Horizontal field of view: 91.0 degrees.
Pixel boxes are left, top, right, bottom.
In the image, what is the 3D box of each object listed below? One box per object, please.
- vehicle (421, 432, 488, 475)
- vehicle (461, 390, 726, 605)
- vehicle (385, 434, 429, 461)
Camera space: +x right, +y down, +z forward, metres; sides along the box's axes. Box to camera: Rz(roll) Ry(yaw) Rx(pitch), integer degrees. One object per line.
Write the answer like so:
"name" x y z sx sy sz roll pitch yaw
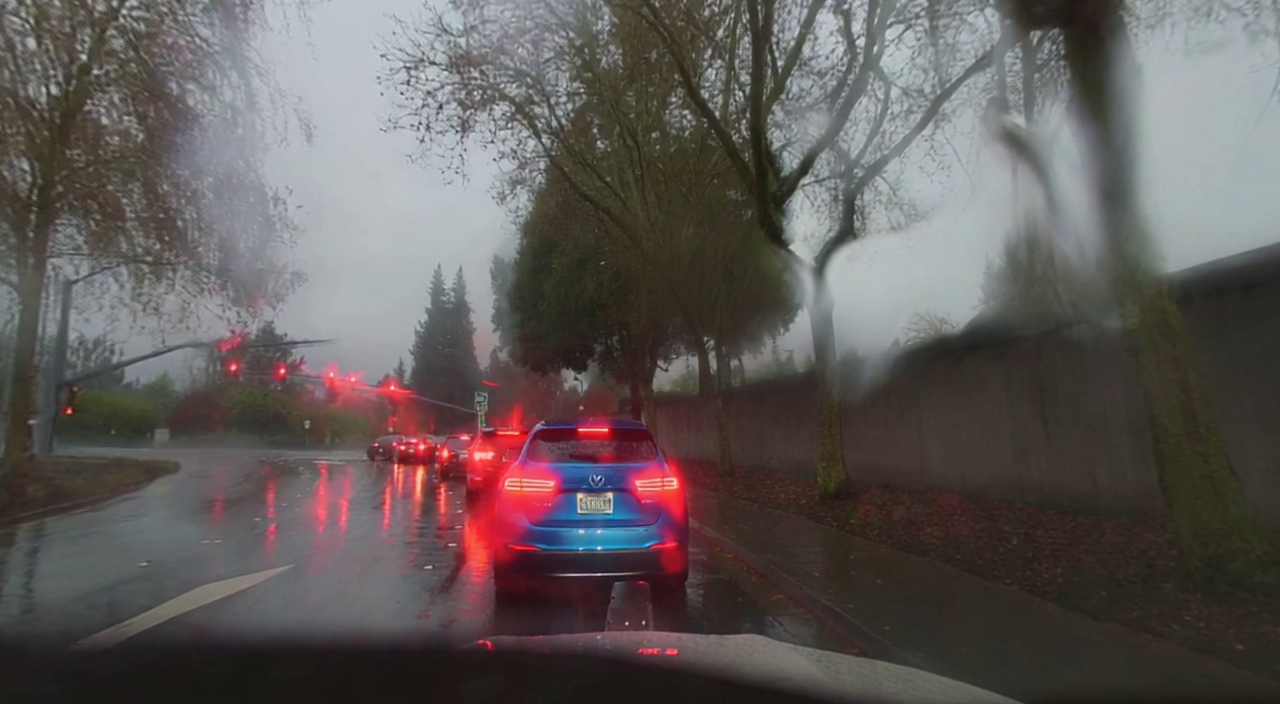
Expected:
"vehicle" -7.294 3.922 24.491 1.902 1.536 3.662 4 -9 -25
"vehicle" -0.682 1.455 7.194 2.134 1.671 4.147 1 -8 -10
"vehicle" -13.737 5.595 36.908 1.863 1.488 4.426 4 -9 -26
